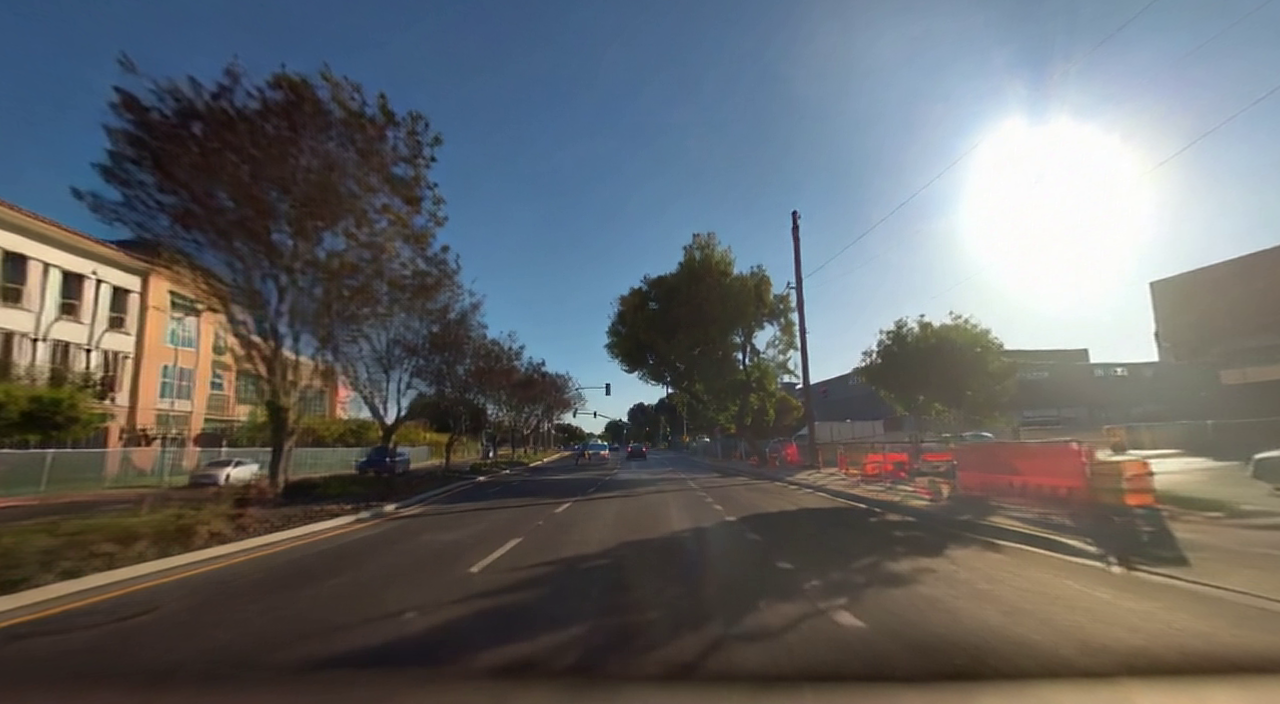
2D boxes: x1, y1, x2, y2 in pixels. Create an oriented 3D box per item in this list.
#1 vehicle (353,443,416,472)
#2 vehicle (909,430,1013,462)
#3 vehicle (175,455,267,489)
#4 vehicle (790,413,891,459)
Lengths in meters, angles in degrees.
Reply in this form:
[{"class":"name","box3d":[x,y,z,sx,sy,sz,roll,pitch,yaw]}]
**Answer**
[{"class":"vehicle","box3d":[-15.757,6.509,39.171,2.015,1.607,5.241,0,-8,-4]},{"class":"vehicle","box3d":[17.086,5.024,33.749,4.450,1.643,1.996,0,-8,-1]},{"class":"vehicle","box3d":[-23.432,6.686,35.482,1.957,1.672,4.743,0,-8,-1]},{"class":"vehicle","box3d":[15.702,6.651,49.797,6.641,3.391,3.387,-1,-9,-5]}]
